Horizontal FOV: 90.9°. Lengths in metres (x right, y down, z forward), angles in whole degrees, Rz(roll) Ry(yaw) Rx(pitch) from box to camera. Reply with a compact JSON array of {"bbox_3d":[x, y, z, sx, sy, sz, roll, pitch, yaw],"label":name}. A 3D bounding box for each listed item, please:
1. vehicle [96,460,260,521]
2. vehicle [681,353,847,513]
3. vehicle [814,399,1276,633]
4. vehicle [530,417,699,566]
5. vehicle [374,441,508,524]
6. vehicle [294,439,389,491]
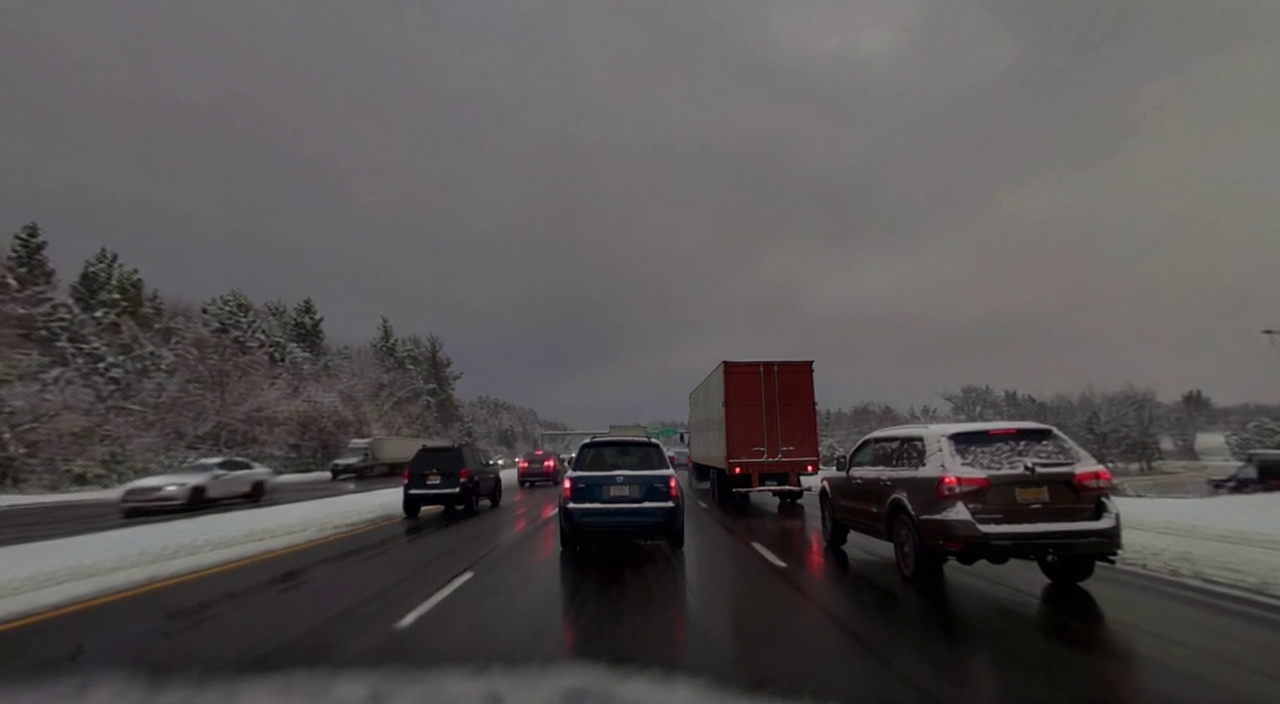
[{"bbox_3d":[-12.507,3.739,17.389,1.756,1.423,3.590,0,-9,0],"label":"vehicle"},{"bbox_3d":[3.732,3.504,25.388,3.032,4.051,18.805,0,-9,0],"label":"vehicle"},{"bbox_3d":[3.705,1.599,7.149,2.076,1.751,4.666,0,-9,0],"label":"vehicle"},{"bbox_3d":[-0.338,2.022,9.826,2.037,1.792,4.194,0,-9,-1],"label":"vehicle"},{"bbox_3d":[-4.368,2.911,14.533,1.789,1.620,3.841,0,-9,1],"label":"vehicle"},{"bbox_3d":[-16.708,6.351,35.781,2.312,2.629,6.031,0,-9,1],"label":"vehicle"}]
